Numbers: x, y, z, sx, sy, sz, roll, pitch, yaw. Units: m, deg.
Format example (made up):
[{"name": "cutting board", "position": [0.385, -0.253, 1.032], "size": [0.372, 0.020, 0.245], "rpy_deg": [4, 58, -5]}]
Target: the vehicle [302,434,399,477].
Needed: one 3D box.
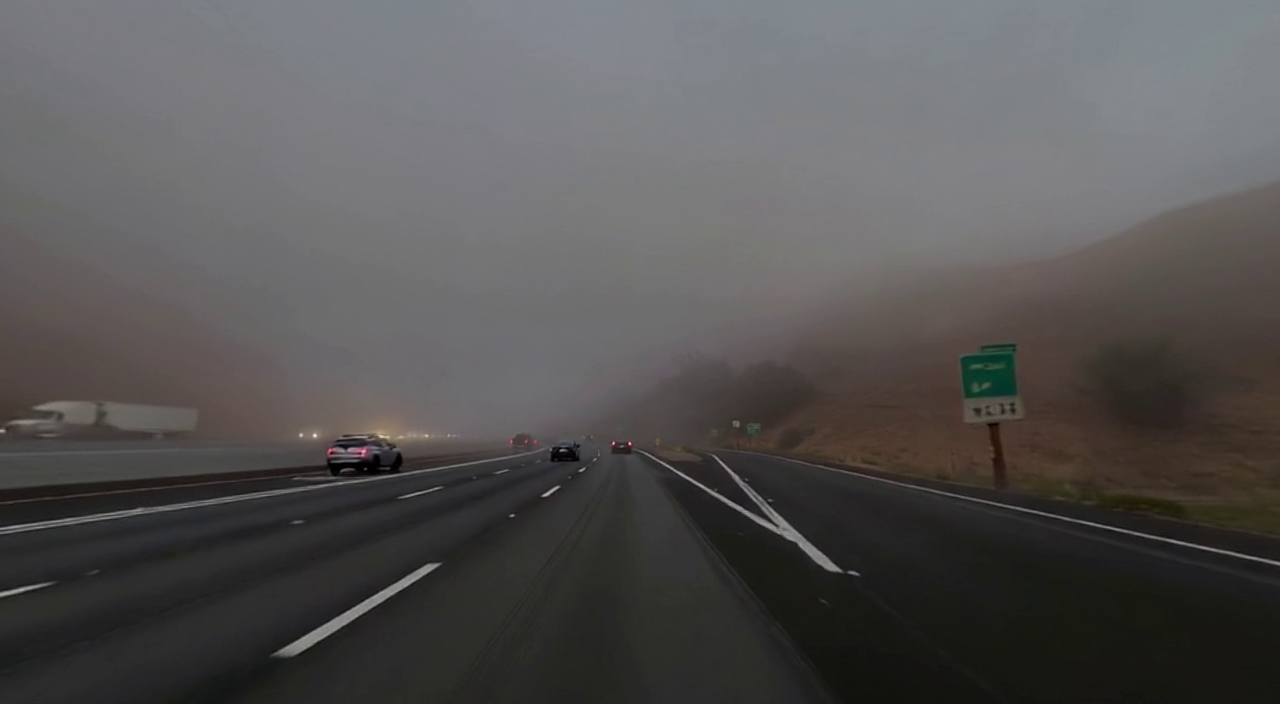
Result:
[{"name": "vehicle", "position": [-12.007, 4.324, 26.498], "size": [2.047, 1.645, 4.451], "rpy_deg": [0, -8, -1]}]

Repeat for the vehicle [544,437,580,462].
[{"name": "vehicle", "position": [-5.267, 6.651, 43.127], "size": [2.060, 1.631, 4.214], "rpy_deg": [0, -8, -2]}]
